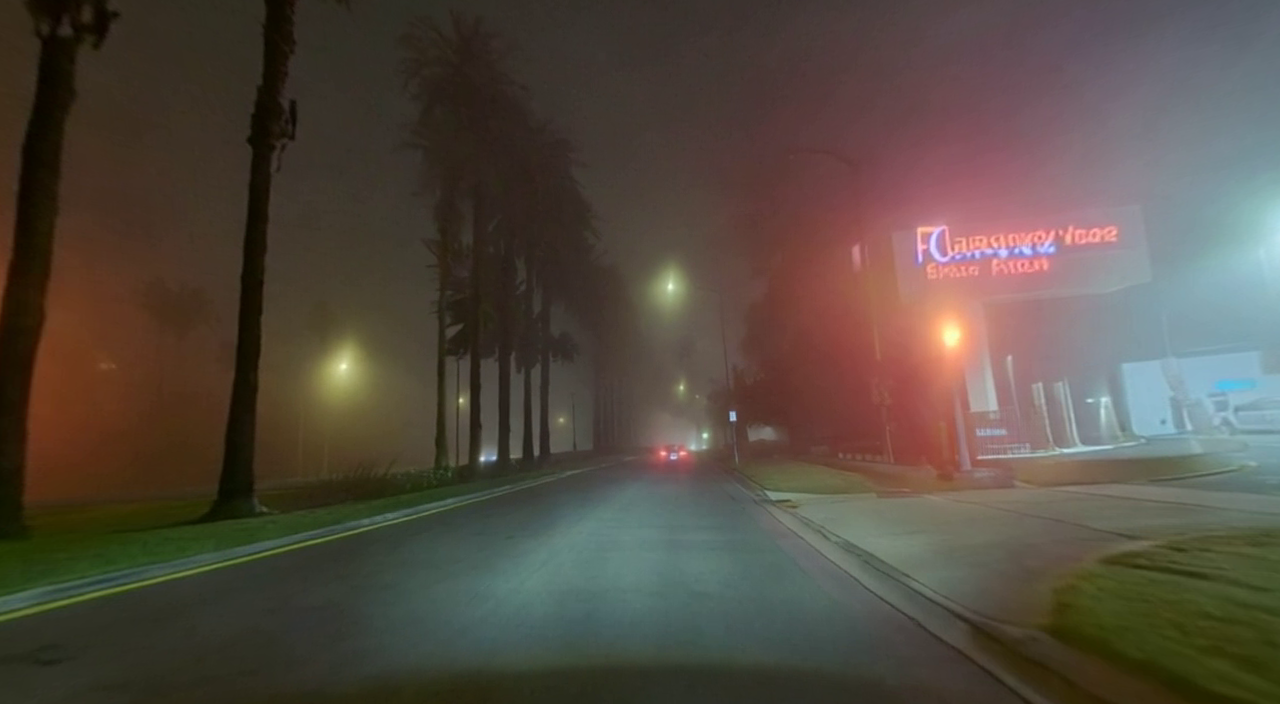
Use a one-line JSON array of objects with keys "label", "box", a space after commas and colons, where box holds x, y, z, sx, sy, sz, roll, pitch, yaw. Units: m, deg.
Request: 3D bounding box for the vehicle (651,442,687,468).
[{"label": "vehicle", "box": [1.784, 6.281, 38.590, 2.050, 1.509, 4.148, 0, -8, 3]}]
